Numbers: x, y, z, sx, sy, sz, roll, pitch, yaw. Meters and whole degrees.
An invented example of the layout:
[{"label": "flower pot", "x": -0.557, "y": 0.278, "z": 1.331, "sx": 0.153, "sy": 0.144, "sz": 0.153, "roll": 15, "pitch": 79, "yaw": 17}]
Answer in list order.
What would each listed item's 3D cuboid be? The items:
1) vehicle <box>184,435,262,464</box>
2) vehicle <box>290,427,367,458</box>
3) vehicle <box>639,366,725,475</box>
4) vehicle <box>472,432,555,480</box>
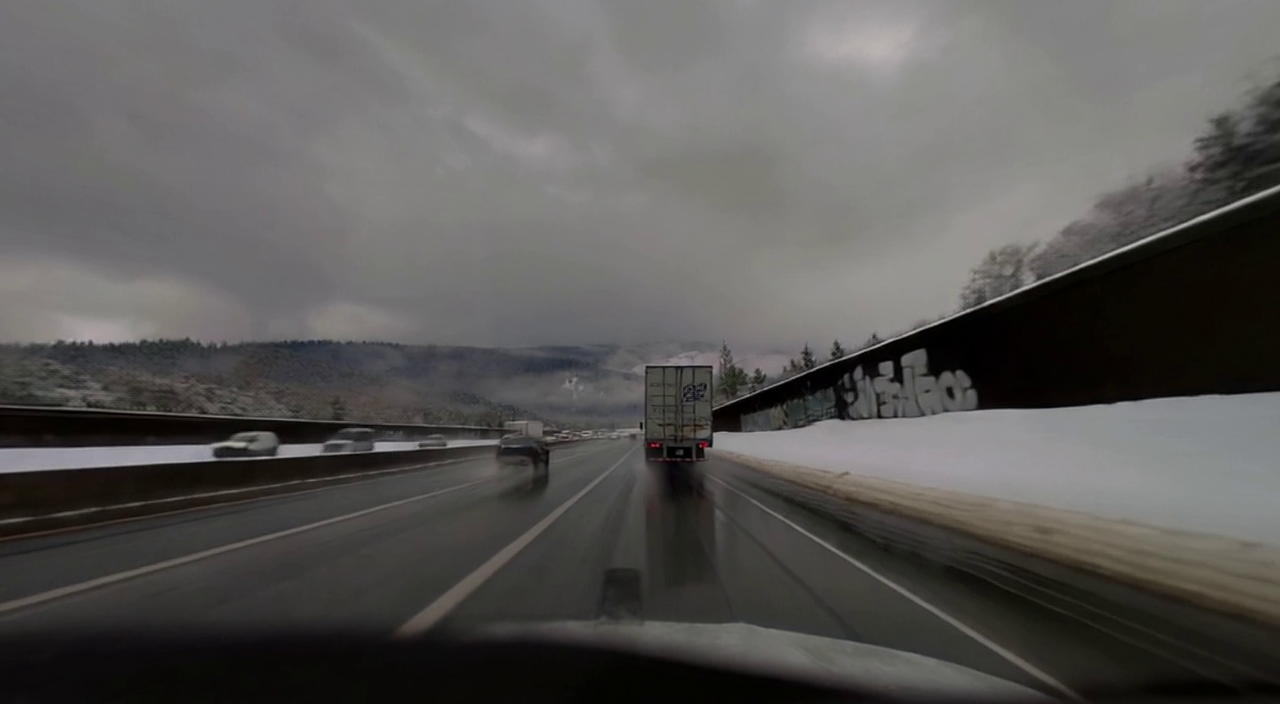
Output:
[{"label": "vehicle", "x": -21.396, "y": 5.003, "z": 32.501, "sx": 1.626, "sy": 1.381, "sz": 3.464, "roll": 0, "pitch": -8, "yaw": -1}, {"label": "vehicle", "x": -17.860, "y": 5.208, "z": 36.413, "sx": 2.020, "sy": 1.712, "sz": 4.580, "roll": 0, "pitch": -8, "yaw": 1}, {"label": "vehicle", "x": 1.448, "y": 3.081, "z": 27.289, "sx": 2.921, "sy": 3.765, "sz": 10.773, "roll": 0, "pitch": -8, "yaw": 0}, {"label": "vehicle", "x": -4.470, "y": 3.731, "z": 23.034, "sx": 1.982, "sy": 1.535, "sz": 4.519, "roll": 0, "pitch": -8, "yaw": 2}]
